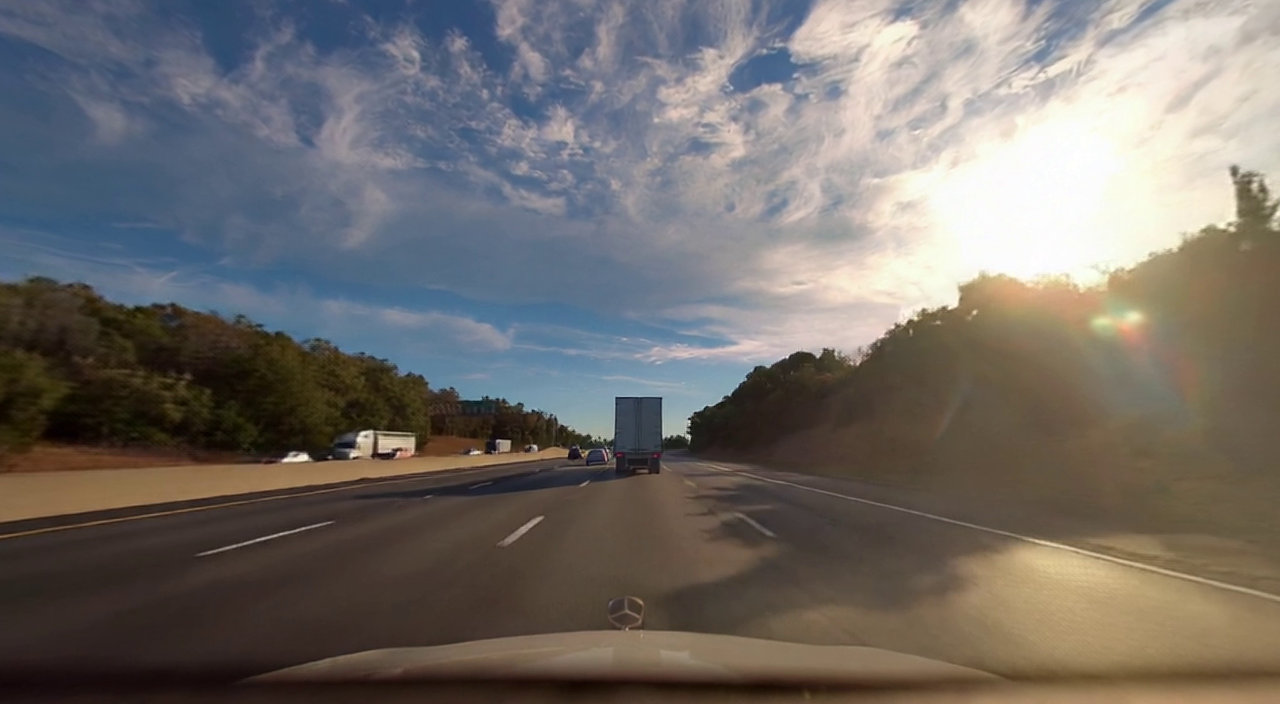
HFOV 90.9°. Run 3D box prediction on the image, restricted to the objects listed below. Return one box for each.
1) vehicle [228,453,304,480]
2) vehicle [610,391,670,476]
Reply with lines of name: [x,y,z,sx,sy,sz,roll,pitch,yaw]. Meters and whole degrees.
vehicle: [-22.335,6.840,37.811,1.893,1.467,4.422,0,-9,-1]
vehicle: [-0.143,4.862,36.540,2.875,4.056,12.312,0,-9,-1]
